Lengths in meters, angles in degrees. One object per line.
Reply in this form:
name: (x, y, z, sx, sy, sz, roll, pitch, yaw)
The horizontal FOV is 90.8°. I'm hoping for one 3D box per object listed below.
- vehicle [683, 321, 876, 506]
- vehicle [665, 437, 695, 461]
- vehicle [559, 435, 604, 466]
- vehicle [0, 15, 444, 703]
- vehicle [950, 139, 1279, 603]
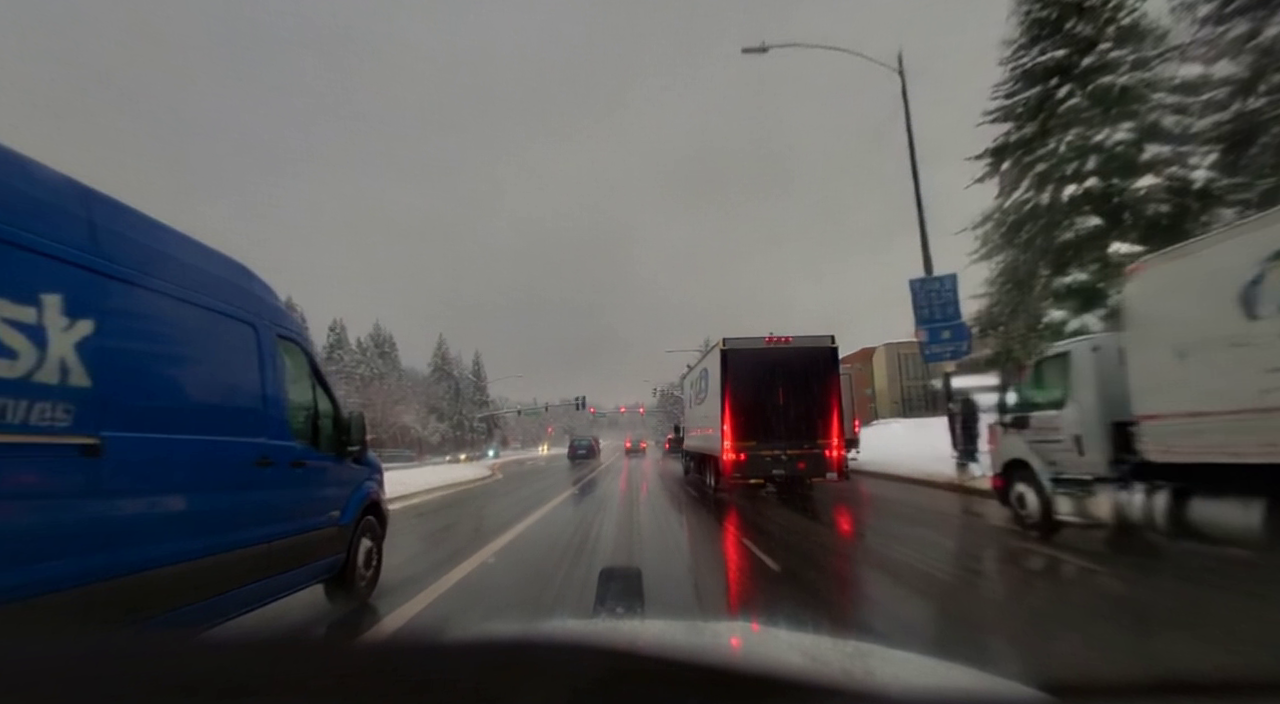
vehicle: (2.960, 1.880, 16.994, 2.861, 3.525, 9.858, 0, -9, 0)
vehicle: (2.777, 6.882, 44.837, 1.869, 1.616, 4.346, 0, -9, 0)
vehicle: (-3.518, 6.099, 39.149, 2.356, 1.766, 5.674, 0, -9, -1)
vehicle: (-3.422, 0.435, 3.512, 2.443, 2.784, 6.493, 0, -9, 1)
vehicle: (6.985, 0.260, 6.111, 3.005, 3.947, 9.252, 0, -8, -1)
